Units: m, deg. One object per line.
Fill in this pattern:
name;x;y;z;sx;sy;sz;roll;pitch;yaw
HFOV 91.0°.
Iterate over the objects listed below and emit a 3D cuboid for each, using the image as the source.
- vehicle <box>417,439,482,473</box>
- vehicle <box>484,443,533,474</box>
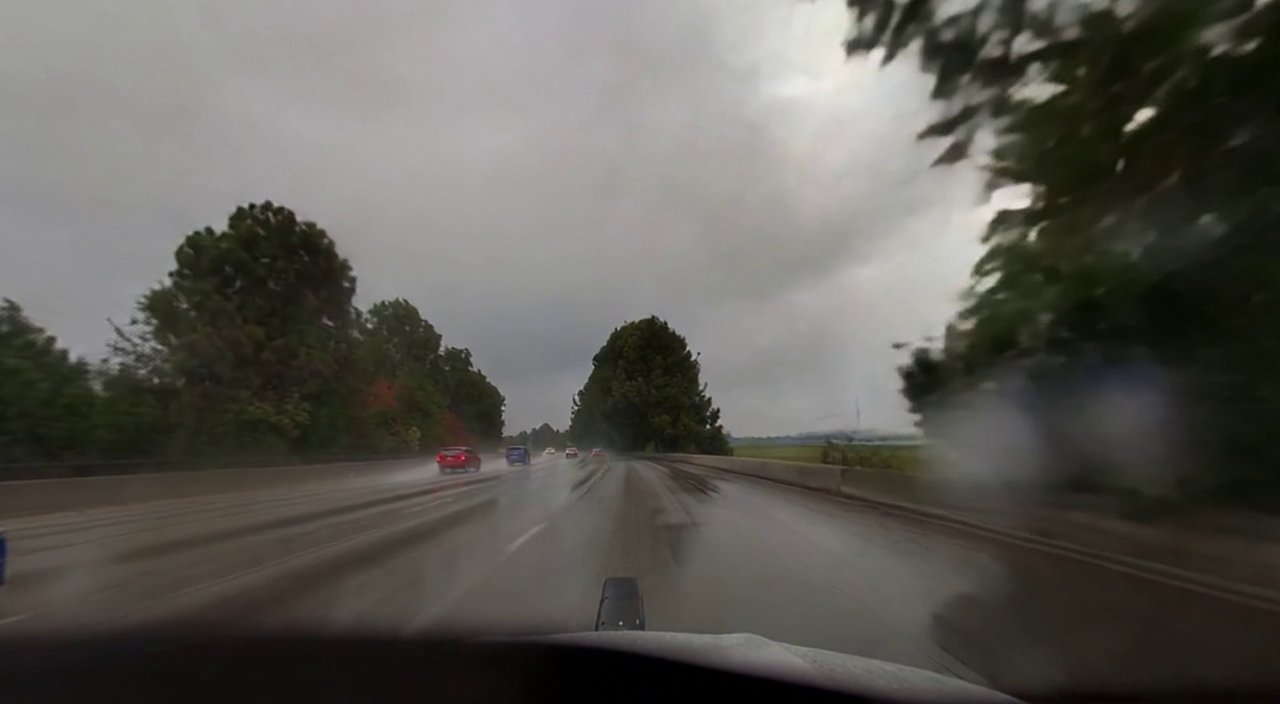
vehicle;-11.749;6.481;39.330;2.425;1.926;5.584;0;-9;-1
vehicle;-7.618;6.201;36.874;2.060;1.680;4.255;0;-9;-1
